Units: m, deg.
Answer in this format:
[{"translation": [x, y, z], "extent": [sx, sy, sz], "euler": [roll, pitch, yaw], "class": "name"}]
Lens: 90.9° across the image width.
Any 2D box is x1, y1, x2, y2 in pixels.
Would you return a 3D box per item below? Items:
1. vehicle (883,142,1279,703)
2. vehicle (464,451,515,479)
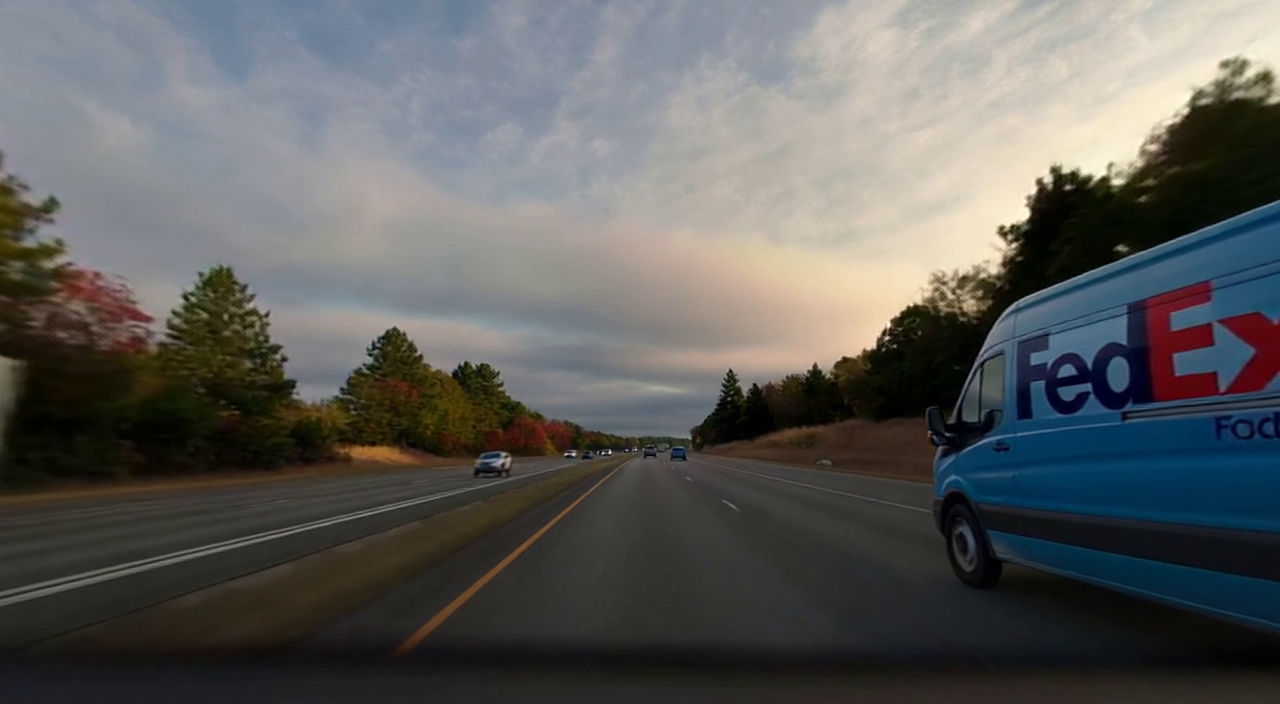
[{"translation": [3.886, 0.582, 3.565], "extent": [2.522, 2.556, 6.180], "euler": [0, -9, 0], "class": "vehicle"}, {"translation": [-8.388, 6.324, 35.366], "extent": [1.820, 1.445, 3.746], "euler": [-1, -9, 2], "class": "vehicle"}]
